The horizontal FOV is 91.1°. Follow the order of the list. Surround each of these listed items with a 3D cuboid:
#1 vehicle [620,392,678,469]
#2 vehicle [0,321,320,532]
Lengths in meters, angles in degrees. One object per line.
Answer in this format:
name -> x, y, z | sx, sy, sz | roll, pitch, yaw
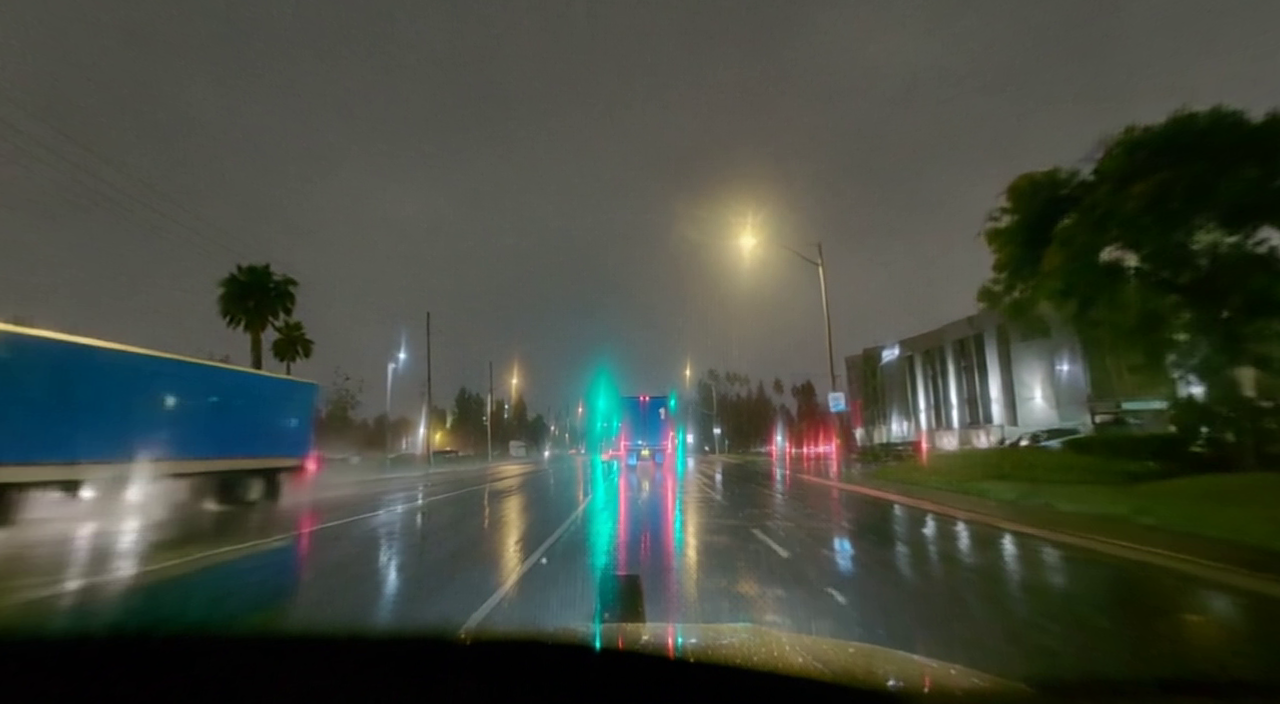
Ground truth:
vehicle -> 0.311, 4.933, 38.220 | 2.992, 3.949, 11.815 | 0, -9, -1
vehicle -> -14.360, 2.128, 16.850 | 2.957, 4.233, 15.722 | 0, -9, 1
